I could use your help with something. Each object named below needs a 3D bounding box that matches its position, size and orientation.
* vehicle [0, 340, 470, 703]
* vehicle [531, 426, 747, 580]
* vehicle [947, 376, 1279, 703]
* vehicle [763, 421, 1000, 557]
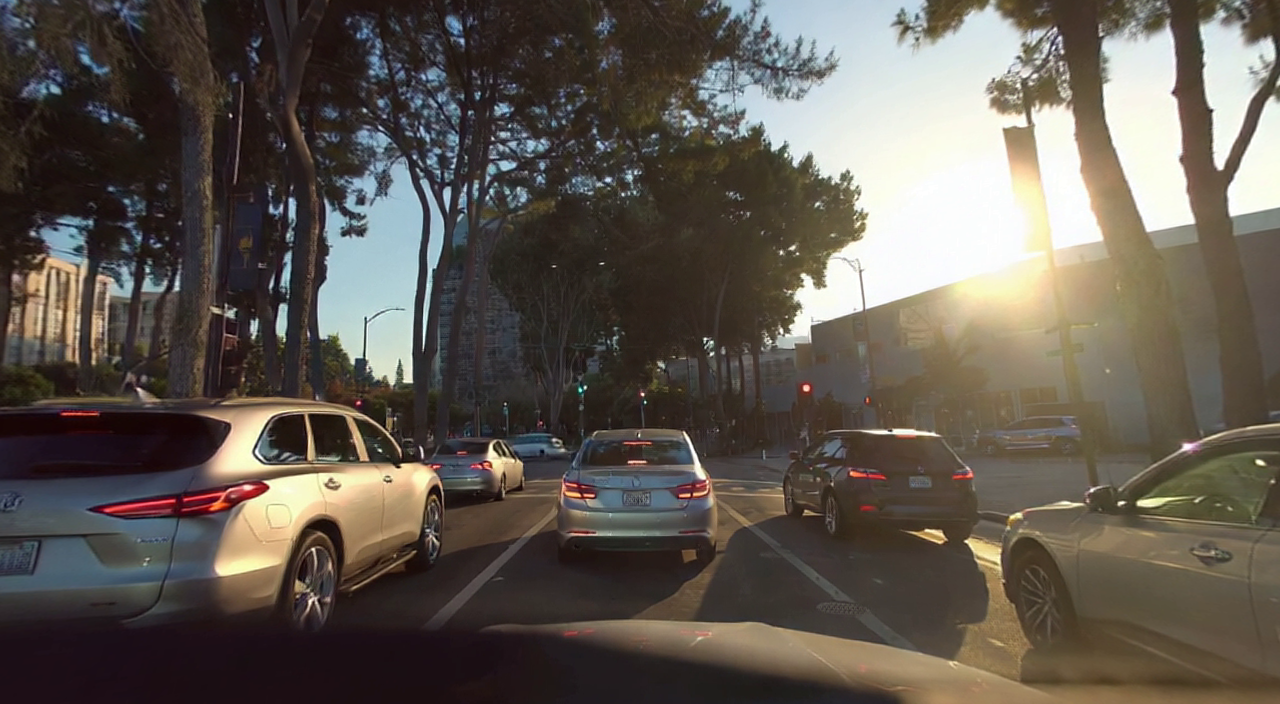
[{"bbox_3d":[-3.143,1.162,5.055,2.168,1.750,4.625,-1,-8,1],"label":"vehicle"},{"bbox_3d":[-0.035,1.801,8.319,2.147,1.507,3.953,0,-8,-1],"label":"vehicle"},{"bbox_3d":[3.324,0.961,2.829,1.899,1.588,3.888,0,-9,0],"label":"vehicle"},{"bbox_3d":[3.412,2.021,10.023,2.040,1.647,4.379,0,-9,1],"label":"vehicle"}]
